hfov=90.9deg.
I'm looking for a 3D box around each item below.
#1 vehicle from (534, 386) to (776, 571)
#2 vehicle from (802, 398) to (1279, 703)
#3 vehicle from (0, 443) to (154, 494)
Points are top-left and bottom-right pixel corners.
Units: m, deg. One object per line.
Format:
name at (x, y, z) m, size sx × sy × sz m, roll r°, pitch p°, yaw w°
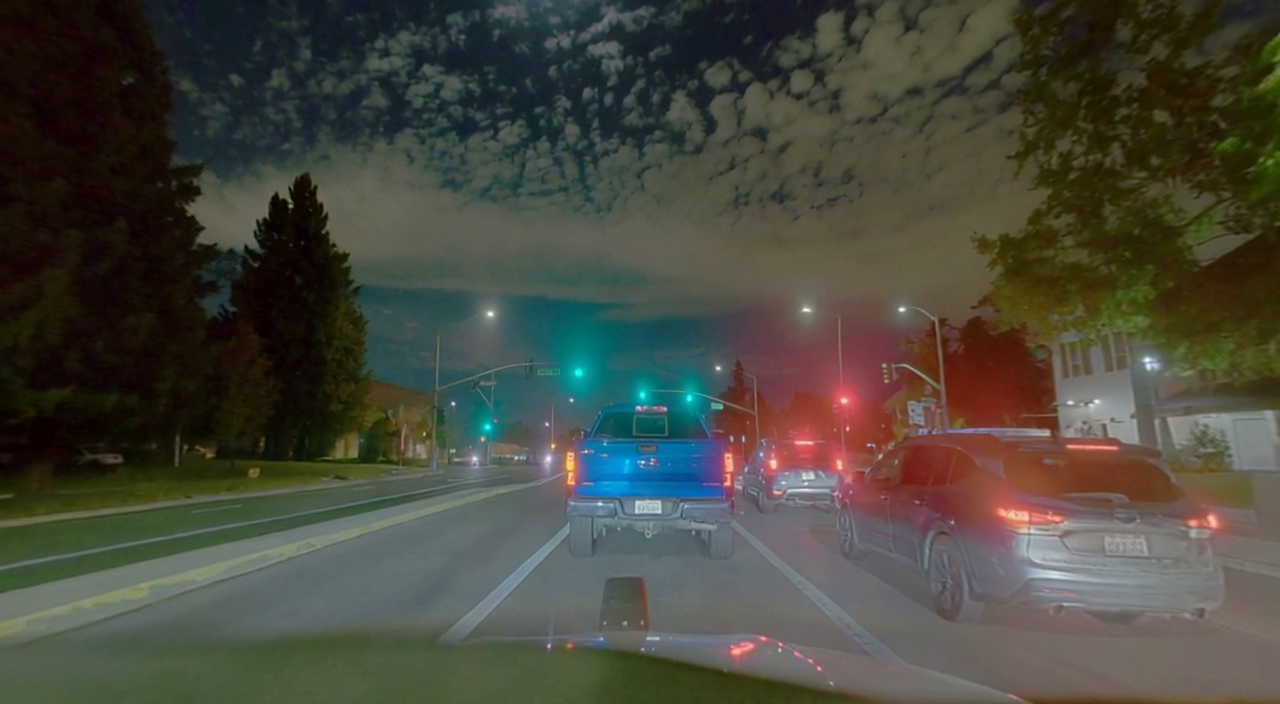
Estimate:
vehicle at (0.174, 1.777, 9.680) m, size 2.636 × 2.011 × 5.425 m, roll 0°, pitch -8°, yaw 0°
vehicle at (3.328, 1.465, 6.030) m, size 2.155 × 1.667 × 5.162 m, roll 0°, pitch -8°, yaw 0°
vehicle at (-21.746, 4.452, 24.542) m, size 2.062 × 1.764 × 4.508 m, roll 0°, pitch -8°, yaw -2°
